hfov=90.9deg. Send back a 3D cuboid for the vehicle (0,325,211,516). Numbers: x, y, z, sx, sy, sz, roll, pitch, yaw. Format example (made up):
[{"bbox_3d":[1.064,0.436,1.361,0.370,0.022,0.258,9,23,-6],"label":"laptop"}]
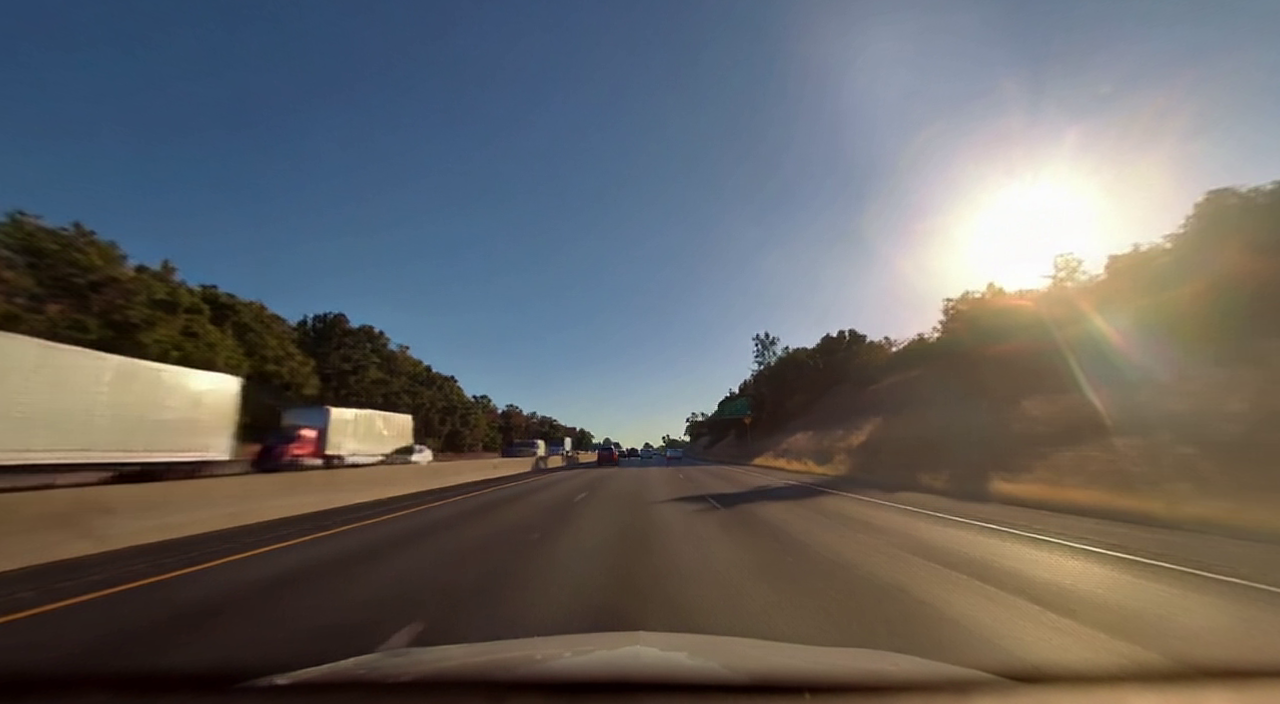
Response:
[{"bbox_3d":[-15.396,1.356,12.872,2.870,4.109,14.317,0,-9,1],"label":"vehicle"}]

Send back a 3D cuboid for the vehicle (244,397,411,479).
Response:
[{"bbox_3d":[-18.505,5.484,39.262,2.883,4.113,14.175,0,-9,1],"label":"vehicle"}]

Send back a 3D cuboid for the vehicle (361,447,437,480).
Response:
[{"bbox_3d":[-11.482,5.330,30.363,2.007,1.490,4.119,0,-9,1],"label":"vehicle"}]
